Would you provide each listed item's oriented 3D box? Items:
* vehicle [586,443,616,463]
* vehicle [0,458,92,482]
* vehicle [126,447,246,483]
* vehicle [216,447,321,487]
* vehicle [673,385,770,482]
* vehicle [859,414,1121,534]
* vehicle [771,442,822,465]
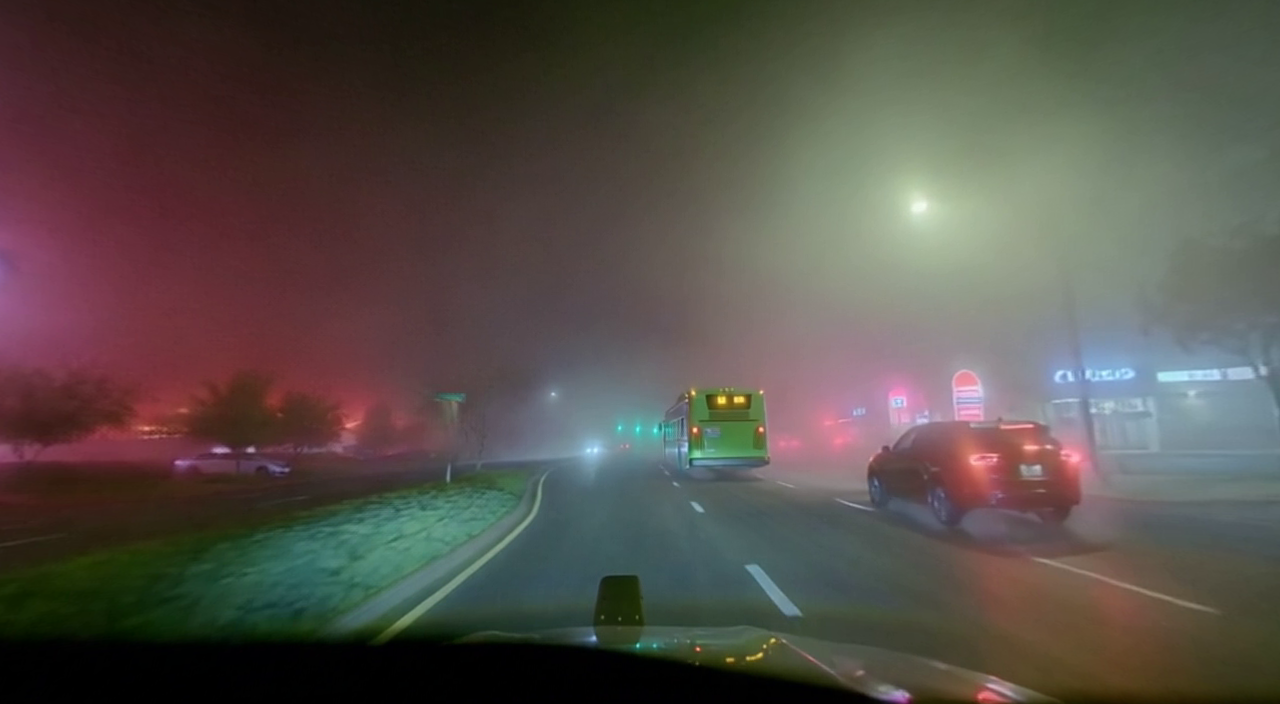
[{"bbox_3d":[-2.957,7.722,48.218,2.211,1.416,4.179,0,-8,-3],"label":"vehicle"},{"bbox_3d":[-38.657,7.594,40.486,4.646,1.447,2.215,0,-9,0],"label":"vehicle"},{"bbox_3d":[-25.106,6.248,34.967,4.857,1.846,2.185,0,-8,-2],"label":"vehicle"},{"bbox_3d":[-19.082,5.909,32.725,2.277,1.764,5.283,-2,-8,0],"label":"vehicle"},{"bbox_3d":[3.024,3.467,26.238,2.766,3.306,9.281,0,-8,0],"label":"vehicle"},{"bbox_3d":[6.009,2.151,11.709,2.129,1.754,4.668,0,-8,0],"label":"vehicle"},{"bbox_3d":[10.515,6.833,42.704,2.073,1.443,4.860,0,-8,-2],"label":"vehicle"}]
